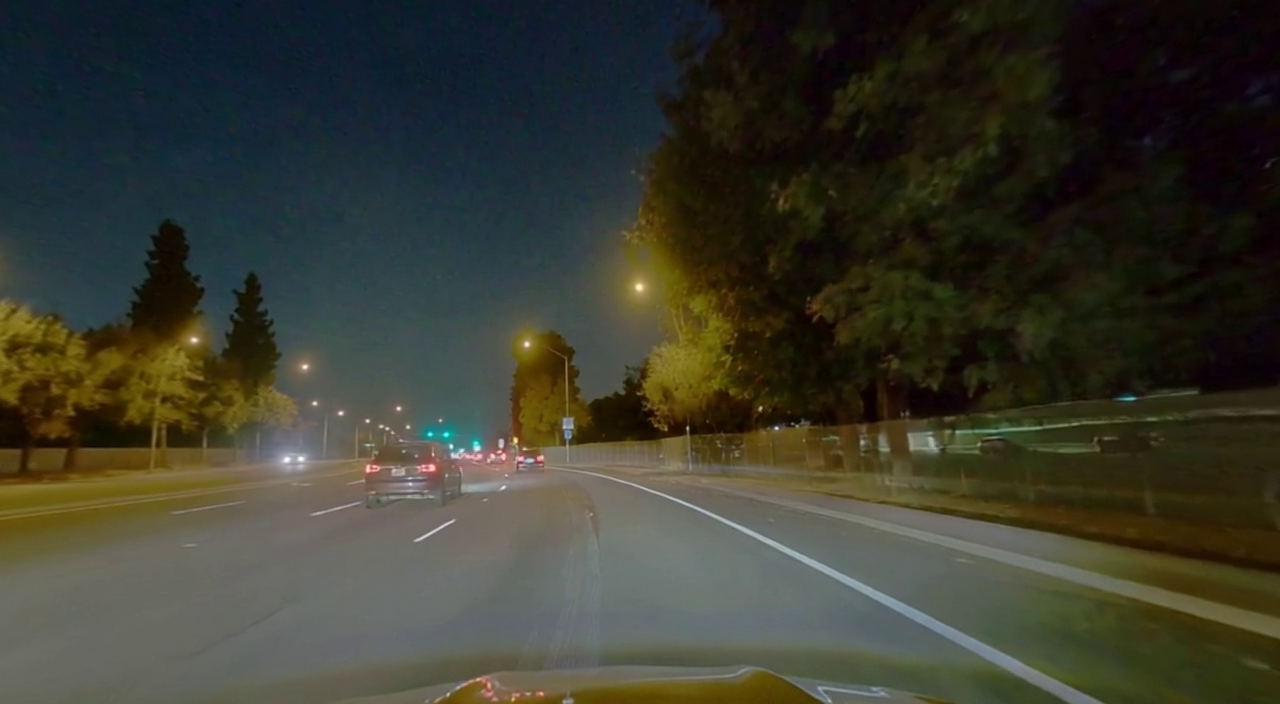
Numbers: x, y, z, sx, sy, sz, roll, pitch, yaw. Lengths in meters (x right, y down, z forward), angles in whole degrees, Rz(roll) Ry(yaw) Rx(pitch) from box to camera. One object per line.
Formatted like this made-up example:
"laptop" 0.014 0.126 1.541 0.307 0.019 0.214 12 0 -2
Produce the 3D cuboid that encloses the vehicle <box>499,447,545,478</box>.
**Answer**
"vehicle" -6.034 5.653 32.583 2.147 1.474 4.083 1 -9 -9

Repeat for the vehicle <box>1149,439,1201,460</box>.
"vehicle" 39.137 7.128 46.293 1.742 1.451 3.900 -4 -9 23

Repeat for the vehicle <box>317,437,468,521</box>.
"vehicle" -5.674 2.937 15.217 2.105 1.676 4.541 0 -8 -5

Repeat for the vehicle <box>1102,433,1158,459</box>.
"vehicle" 36.645 7.062 47.432 2.141 1.842 5.582 -4 -9 26
